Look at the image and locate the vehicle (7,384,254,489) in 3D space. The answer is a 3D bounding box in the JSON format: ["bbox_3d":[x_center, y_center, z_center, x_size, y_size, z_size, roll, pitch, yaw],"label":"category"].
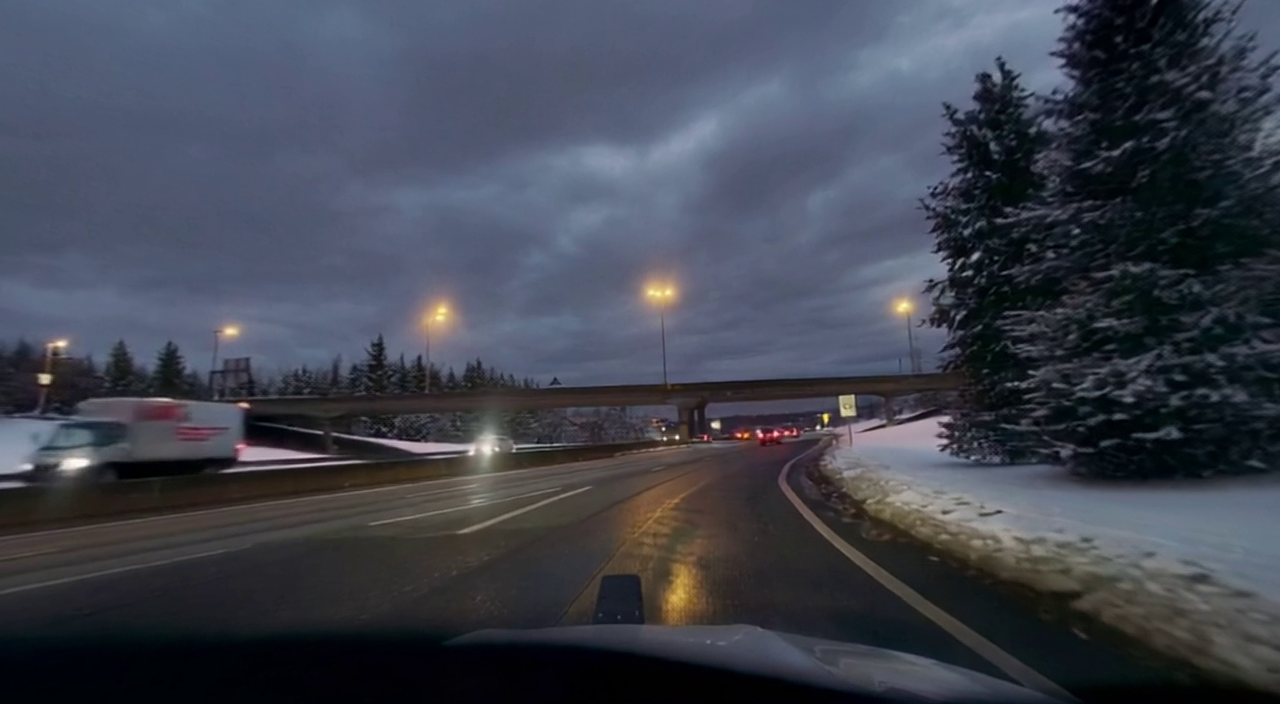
[{"bbox_3d":[-20.495,3.513,26.034,2.974,3.663,7.183,-3,-8,19],"label":"vehicle"}]
